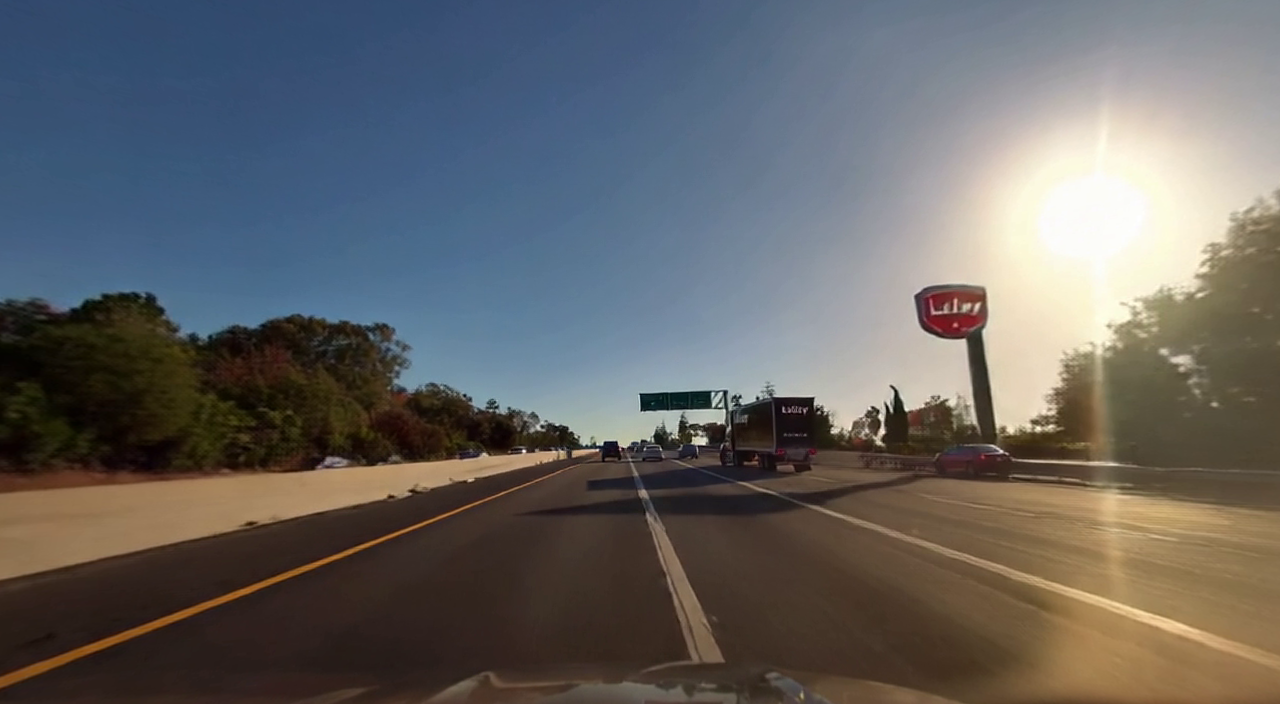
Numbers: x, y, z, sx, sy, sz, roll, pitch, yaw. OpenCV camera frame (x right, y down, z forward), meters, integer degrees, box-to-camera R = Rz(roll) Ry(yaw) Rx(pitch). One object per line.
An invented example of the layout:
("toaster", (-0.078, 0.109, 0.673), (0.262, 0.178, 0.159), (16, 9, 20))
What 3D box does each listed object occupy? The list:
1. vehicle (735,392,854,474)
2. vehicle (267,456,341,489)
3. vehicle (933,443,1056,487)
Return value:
("vehicle", (9.061, 5.333, 40.280), (2.892, 4.128, 16.495), (0, -9, -2))
("vehicle", (-17.439, 6.226, 32.998), (1.816, 1.516, 3.896), (0, -9, -2))
("vehicle", (12.968, 4.153, 23.489), (1.862, 1.462, 4.459), (0, -9, -2))
